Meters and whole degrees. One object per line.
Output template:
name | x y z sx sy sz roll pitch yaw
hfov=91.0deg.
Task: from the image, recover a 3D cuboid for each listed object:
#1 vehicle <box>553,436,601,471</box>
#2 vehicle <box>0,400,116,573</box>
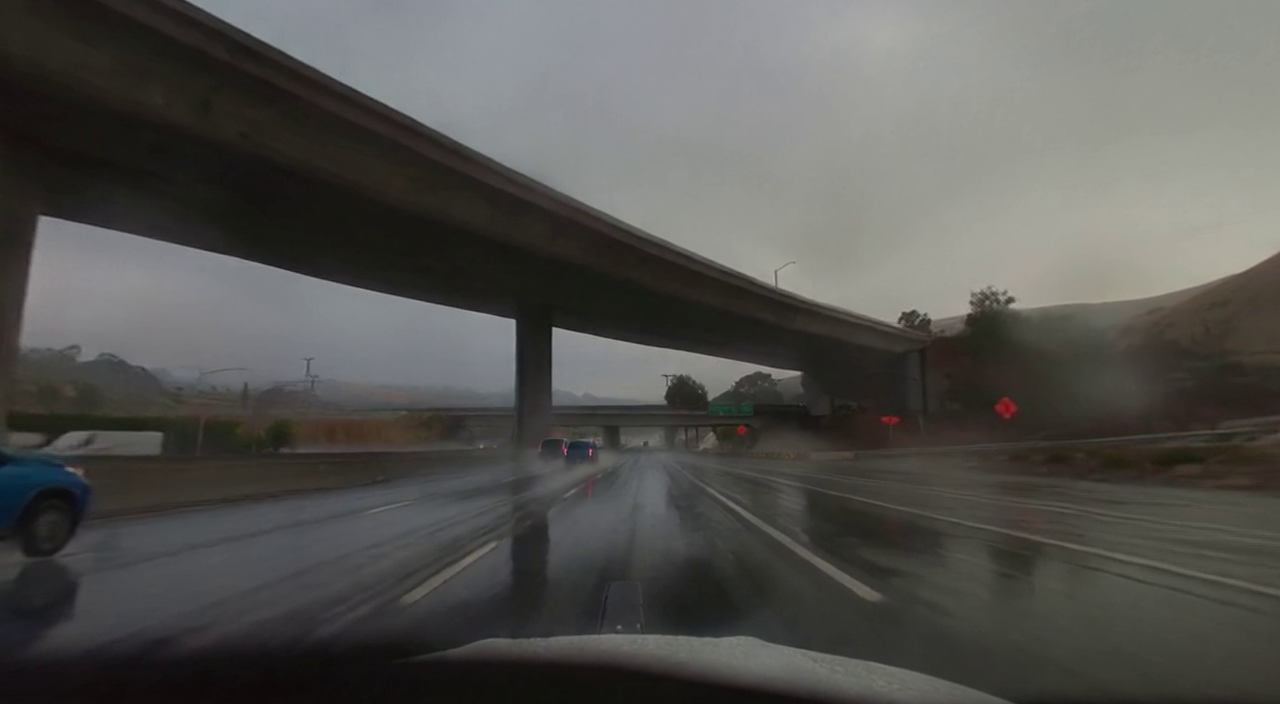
vehicle | -3.547 5.822 36.196 2.144 1.847 4.850 0 -9 1
vehicle | -7.458 1.181 5.254 2.092 1.712 4.627 0 -9 1
